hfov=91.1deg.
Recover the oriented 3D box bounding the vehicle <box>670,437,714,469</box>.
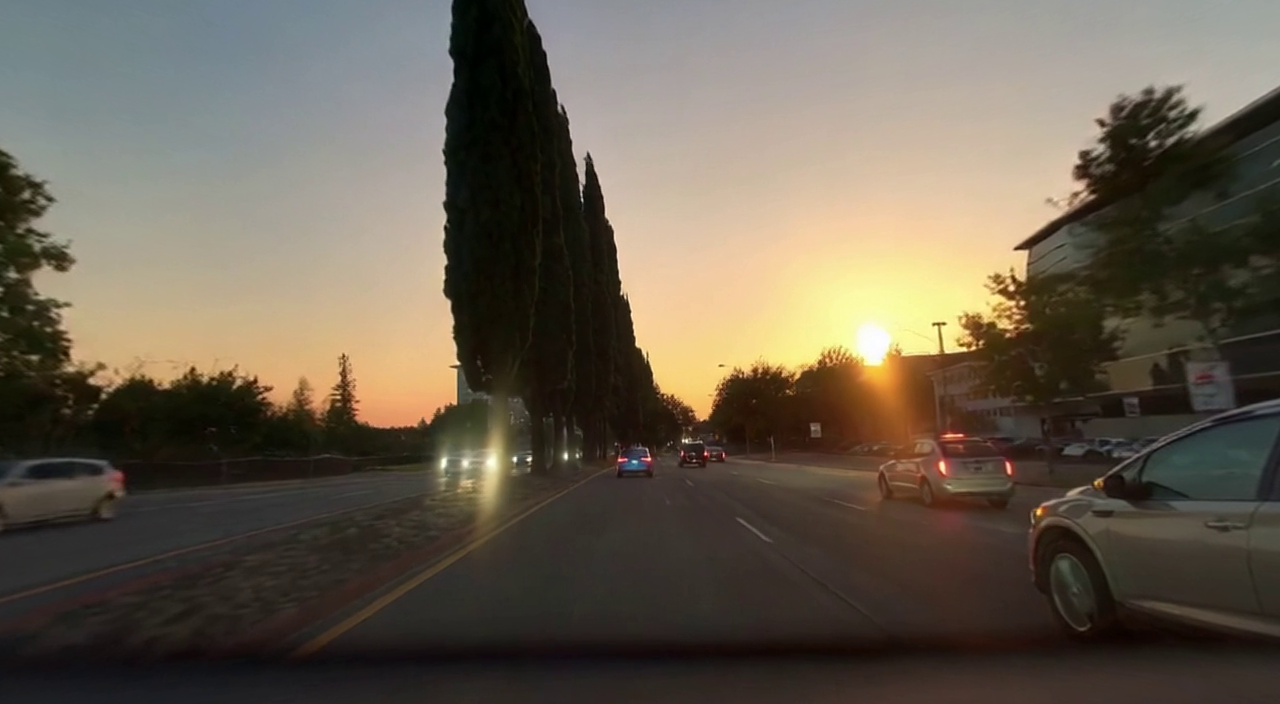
[{"bbox_3d":[3.688,7.318,45.531,2.716,2.131,5.766,0,-9,0],"label":"vehicle"}]

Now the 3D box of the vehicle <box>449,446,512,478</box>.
[{"bbox_3d":[-8.597,5.933,34.220,2.082,1.588,4.710,0,-9,2],"label":"vehicle"}]

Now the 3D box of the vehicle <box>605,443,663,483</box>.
[{"bbox_3d":[-0.218,4.761,27.216,2.315,1.563,4.080,0,-9,0],"label":"vehicle"}]

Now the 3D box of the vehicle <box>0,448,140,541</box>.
[{"bbox_3d":[-12.517,2.661,11.889,2.110,1.632,4.730,0,-9,1],"label":"vehicle"}]

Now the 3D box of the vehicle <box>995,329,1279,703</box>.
[{"bbox_3d":[3.554,0.744,2.068,2.090,1.763,4.560,0,-9,0],"label":"vehicle"}]

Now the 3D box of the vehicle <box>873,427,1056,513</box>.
[{"bbox_3d":[7.614,2.796,15.368,2.090,1.768,4.407,0,-9,0],"label":"vehicle"}]
